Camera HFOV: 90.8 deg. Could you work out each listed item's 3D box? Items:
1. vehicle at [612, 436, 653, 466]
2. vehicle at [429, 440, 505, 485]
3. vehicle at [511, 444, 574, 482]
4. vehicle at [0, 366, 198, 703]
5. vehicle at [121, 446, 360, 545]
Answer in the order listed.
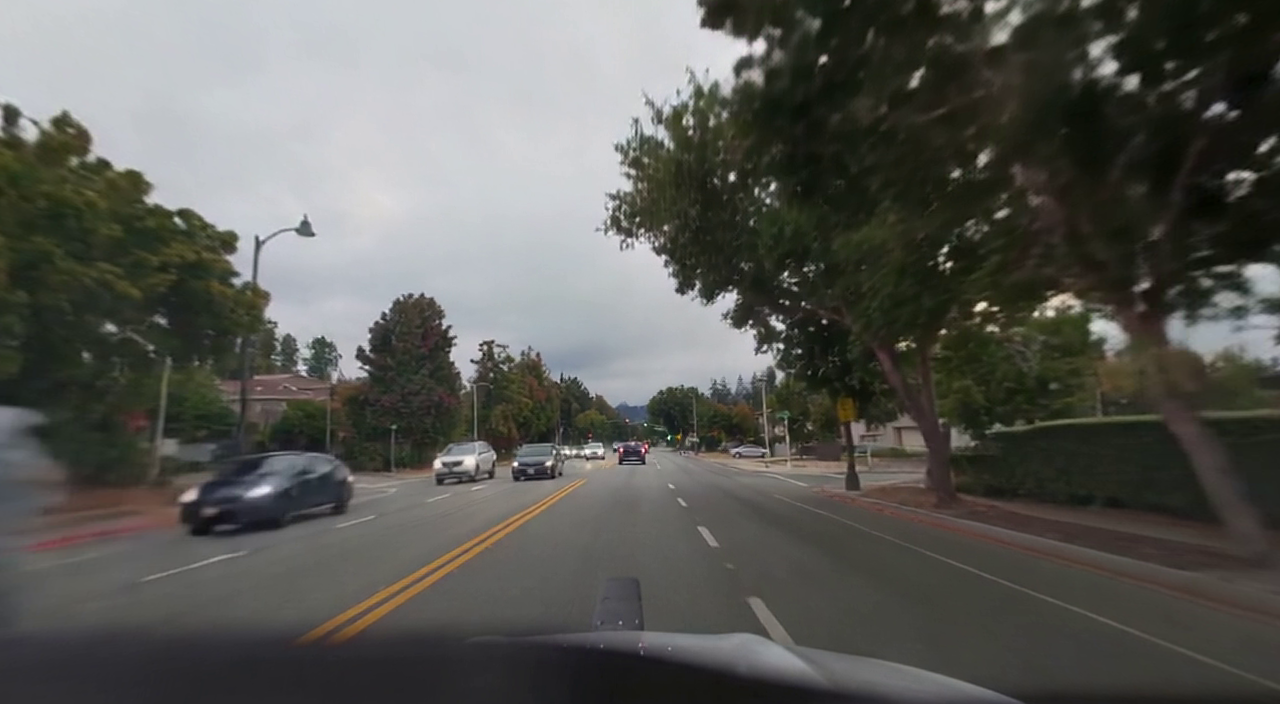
[{"bbox_3d":[-0.448,6.660,42.627,2.554,1.902,5.329,0,-8,1],"label":"vehicle"},{"bbox_3d":[-7.381,4.742,27.412,2.044,1.699,4.400,-2,-8,1],"label":"vehicle"},{"bbox_3d":[-4.166,4.780,27.641,2.039,1.460,4.189,-2,-8,1],"label":"vehicle"},{"bbox_3d":[-3.942,0.783,1.806,1.977,1.729,4.625,0,-8,0],"label":"vehicle"},{"bbox_3d":[-7.510,2.671,12.531,1.978,1.458,4.287,-4,-8,0],"label":"vehicle"}]
